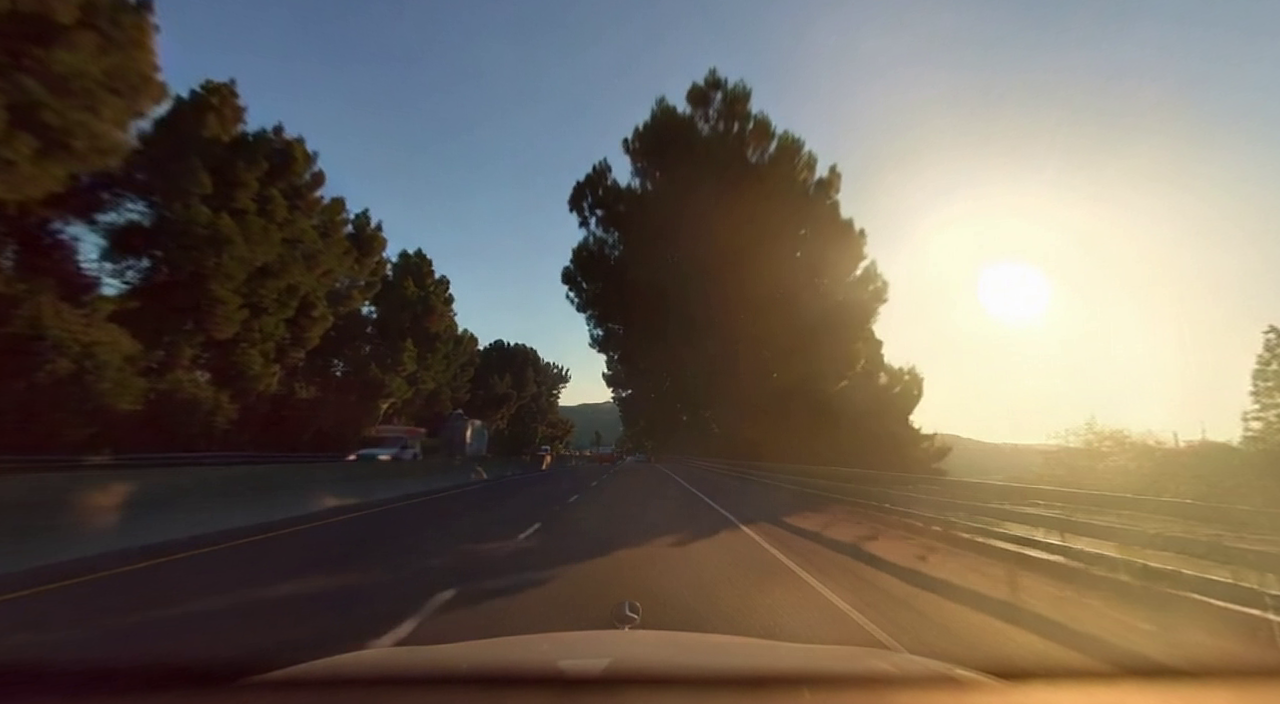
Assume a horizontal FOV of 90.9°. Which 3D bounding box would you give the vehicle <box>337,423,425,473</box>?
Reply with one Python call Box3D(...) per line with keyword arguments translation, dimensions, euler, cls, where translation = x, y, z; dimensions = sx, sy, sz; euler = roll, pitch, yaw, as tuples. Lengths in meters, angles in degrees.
Box3D(translation=(-12.313, 4.656, 30.440), dimensions=(2.060, 2.195, 5.129), euler=(0, -9, 0), cls="vehicle")
